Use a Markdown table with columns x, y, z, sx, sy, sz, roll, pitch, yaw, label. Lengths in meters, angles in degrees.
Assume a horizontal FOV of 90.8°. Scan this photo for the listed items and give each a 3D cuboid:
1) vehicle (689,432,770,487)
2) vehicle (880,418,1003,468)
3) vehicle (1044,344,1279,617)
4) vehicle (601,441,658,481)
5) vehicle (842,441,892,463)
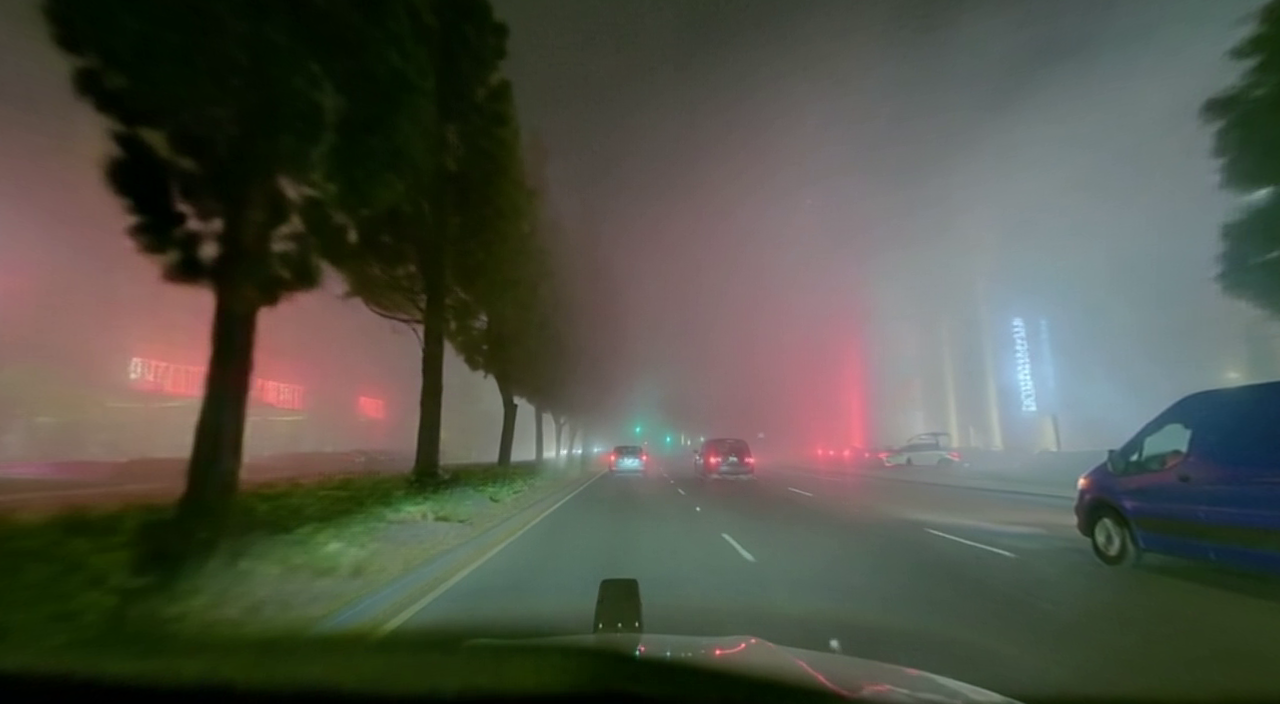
| x | y | z | sx | sy | sz | roll | pitch | yaw | label |
| --- | --- | --- | --- | --- | --- | --- | --- | --- | --- |
| 3.005 | 3.717 | 22.118 | 2.047 | 1.711 | 4.265 | 0 | -8 | -2 | vehicle |
| 17.642 | 5.355 | 37.150 | 5.907 | 2.777 | 2.431 | 0 | -8 | -2 | vehicle |
| 6.317 | 0.998 | 4.911 | 2.573 | 2.127 | 5.568 | 0 | -8 | -1 | vehicle |
| -0.414 | 4.297 | 25.243 | 2.095 | 1.456 | 3.873 | 0 | -8 | -1 | vehicle |
| 17.100 | 7.561 | 47.862 | 2.065 | 1.603 | 4.264 | 0 | -8 | -3 | vehicle |
